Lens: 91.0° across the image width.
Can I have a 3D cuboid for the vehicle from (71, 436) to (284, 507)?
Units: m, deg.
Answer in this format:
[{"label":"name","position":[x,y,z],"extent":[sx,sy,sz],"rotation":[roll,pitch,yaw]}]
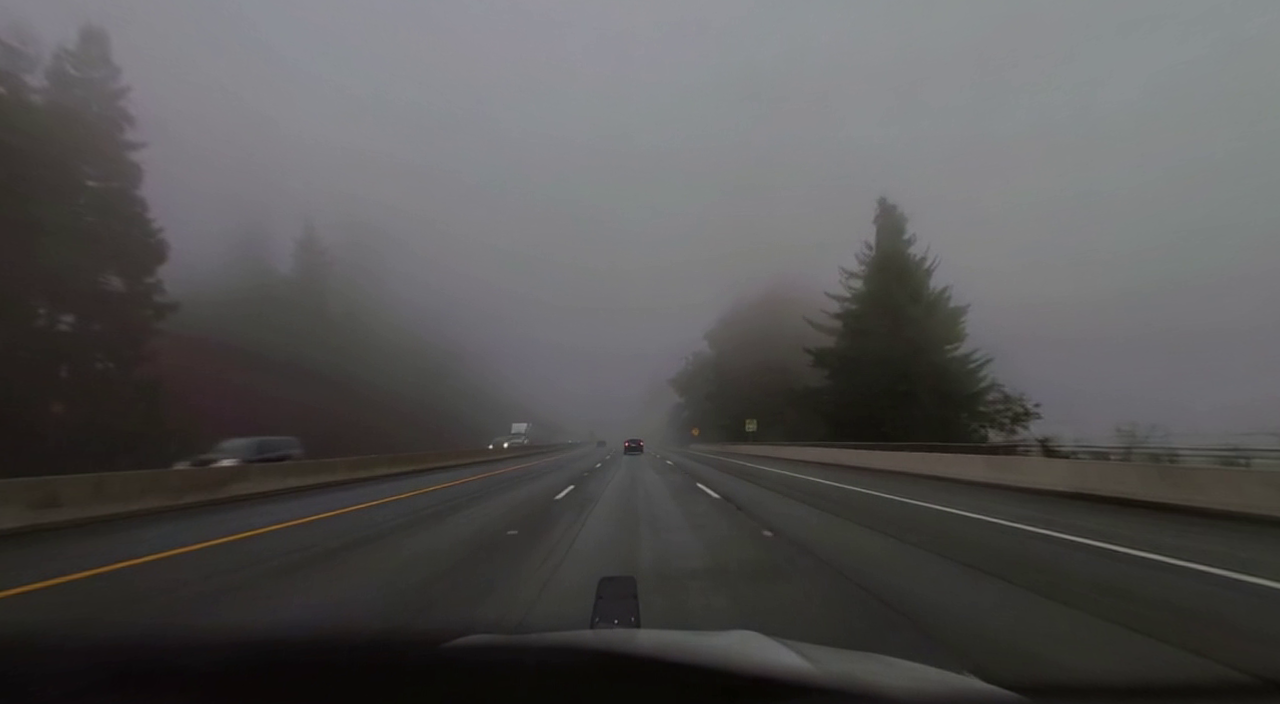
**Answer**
[{"label":"vehicle","position":[-11.607,2.986,16.336],"extent":[2.109,1.557,4.531],"rotation":[0,-8,0]}]
